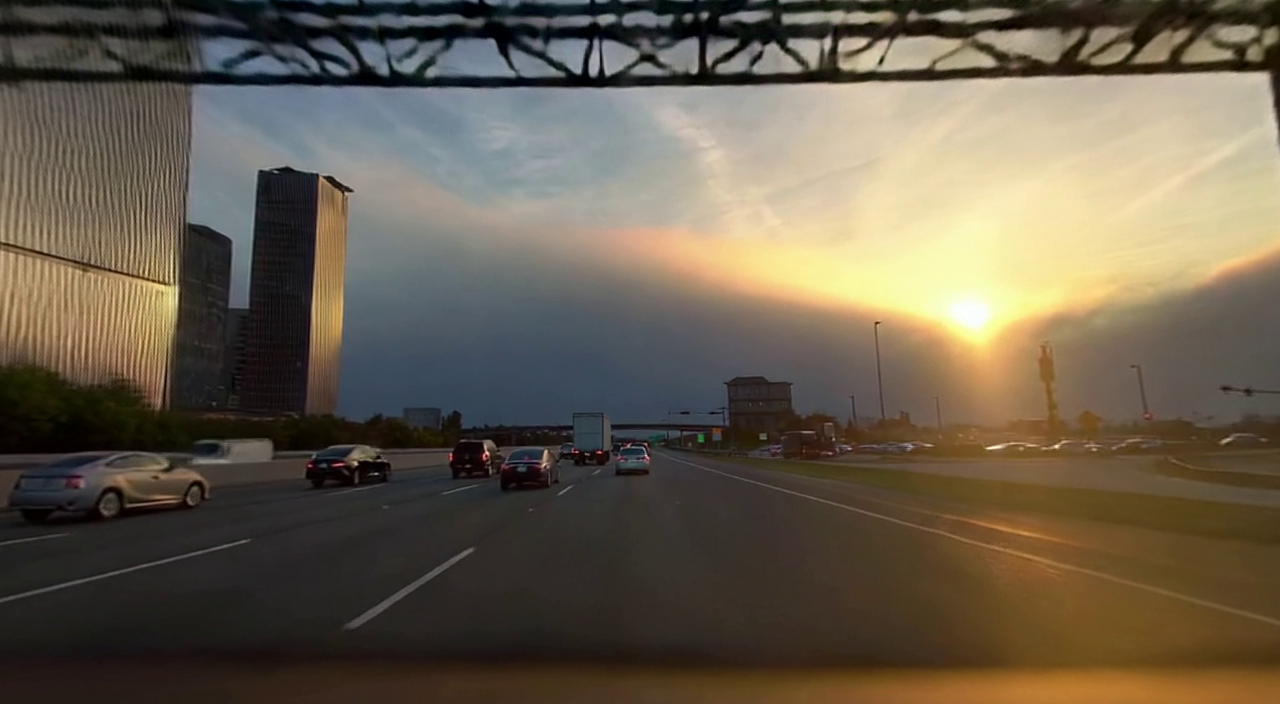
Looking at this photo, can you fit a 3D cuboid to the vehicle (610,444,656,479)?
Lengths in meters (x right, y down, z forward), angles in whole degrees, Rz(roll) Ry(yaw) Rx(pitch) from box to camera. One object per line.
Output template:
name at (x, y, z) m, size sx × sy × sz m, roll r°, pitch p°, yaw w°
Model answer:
vehicle at (-0.286, 5.048, 29.289) m, size 1.991 × 1.488 × 3.922 m, roll 0°, pitch -9°, yaw 0°

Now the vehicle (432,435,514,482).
vehicle at (-7.142, 4.613, 27.537) m, size 2.190 × 1.821 × 4.800 m, roll 0°, pitch -9°, yaw 1°

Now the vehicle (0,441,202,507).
vehicle at (-14.455, 3.168, 16.866) m, size 1.948 × 1.483 × 4.814 m, roll 0°, pitch -9°, yaw 0°

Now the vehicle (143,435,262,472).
vehicle at (-23.215, 5.421, 33.811) m, size 2.245 × 1.759 × 5.725 m, roll 0°, pitch -9°, yaw 1°

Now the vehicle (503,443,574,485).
vehicle at (-3.895, 4.379, 24.898) m, size 2.016 × 1.497 × 4.235 m, roll 0°, pitch -9°, yaw 1°

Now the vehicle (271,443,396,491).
vehicle at (-10.666, 4.007, 22.399) m, size 1.987 × 1.495 × 4.710 m, roll 0°, pitch -9°, yaw 1°
